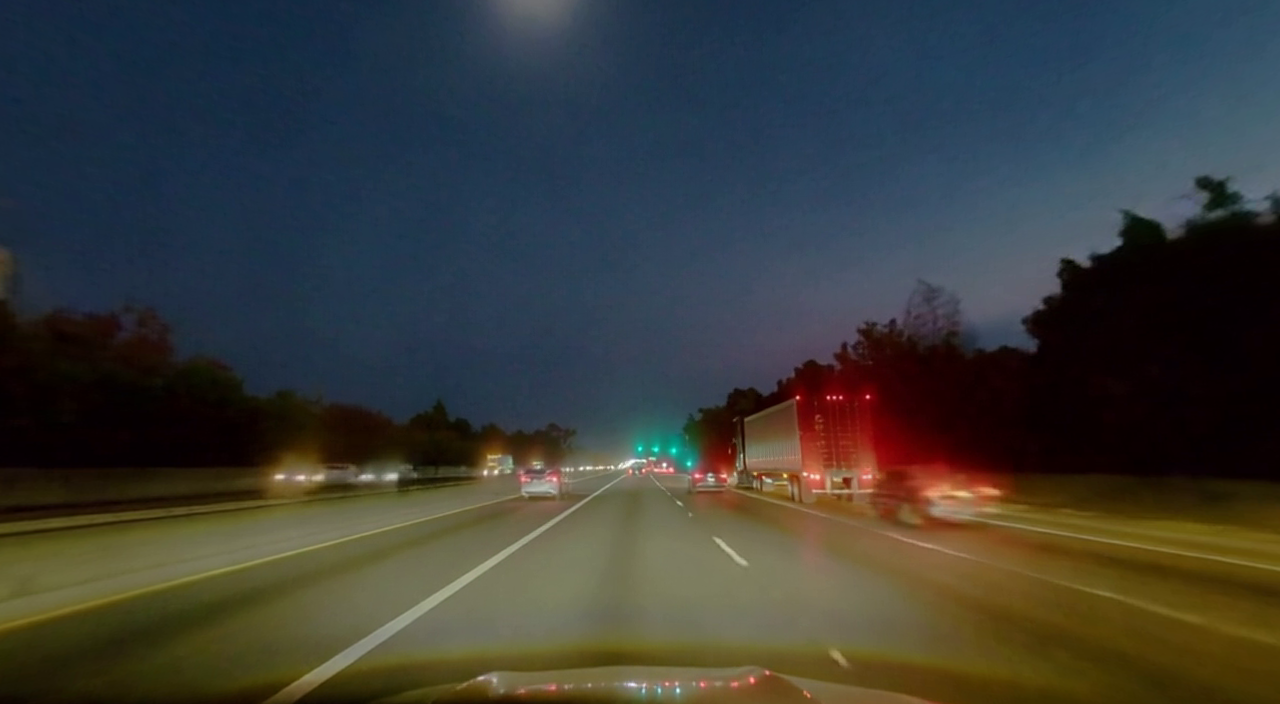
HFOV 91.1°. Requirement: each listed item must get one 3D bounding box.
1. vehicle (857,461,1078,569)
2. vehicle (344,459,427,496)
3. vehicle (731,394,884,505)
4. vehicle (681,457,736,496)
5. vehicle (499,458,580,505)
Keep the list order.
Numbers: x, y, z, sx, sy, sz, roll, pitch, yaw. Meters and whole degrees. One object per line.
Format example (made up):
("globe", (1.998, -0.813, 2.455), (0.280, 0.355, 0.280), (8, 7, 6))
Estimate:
("vehicle", (5.262, 2.642, 10.749), (1.672, 1.475, 3.733), (1, -11, -2))
("vehicle", (-11.319, 5.623, 28.319), (1.891, 1.454, 4.435), (1, -10, 0))
("vehicle", (7.484, 5.176, 32.160), (2.861, 4.086, 17.499), (1, -10, -1))
("vehicle", (3.220, 6.011, 30.477), (2.050, 1.708, 4.457), (1, -10, -1))
("vehicle", (-3.526, 4.662, 22.911), (2.065, 1.485, 4.682), (1, -10, 1))
